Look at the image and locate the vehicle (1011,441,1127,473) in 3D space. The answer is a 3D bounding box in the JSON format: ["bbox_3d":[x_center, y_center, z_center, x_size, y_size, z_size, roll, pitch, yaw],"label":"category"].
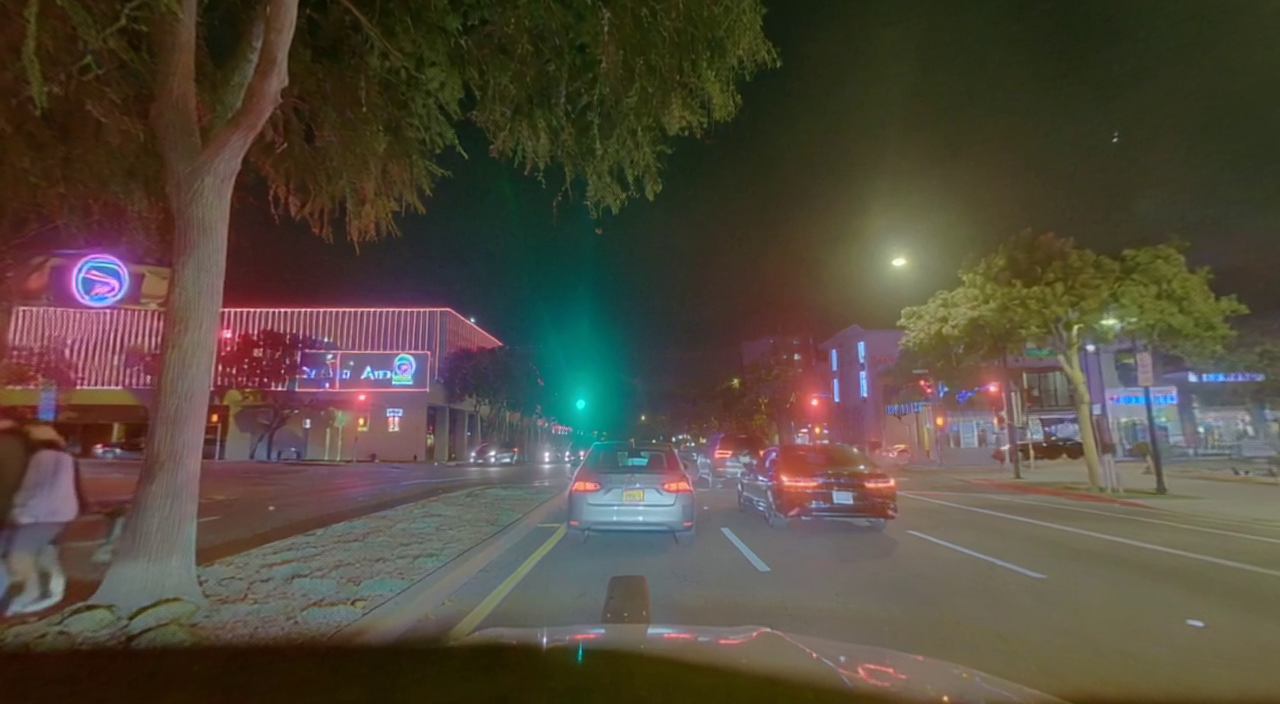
[{"bbox_3d":[22.596,5.541,33.340,4.610,1.622,1.934,-1,-8,4],"label":"vehicle"}]

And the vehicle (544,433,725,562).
[{"bbox_3d":[-0.104,1.982,9.389,2.087,1.456,4.143,0,-8,-1],"label":"vehicle"}]

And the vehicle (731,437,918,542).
[{"bbox_3d":[2.904,2.248,11.031,1.893,1.446,4.270,0,-8,-1],"label":"vehicle"}]
